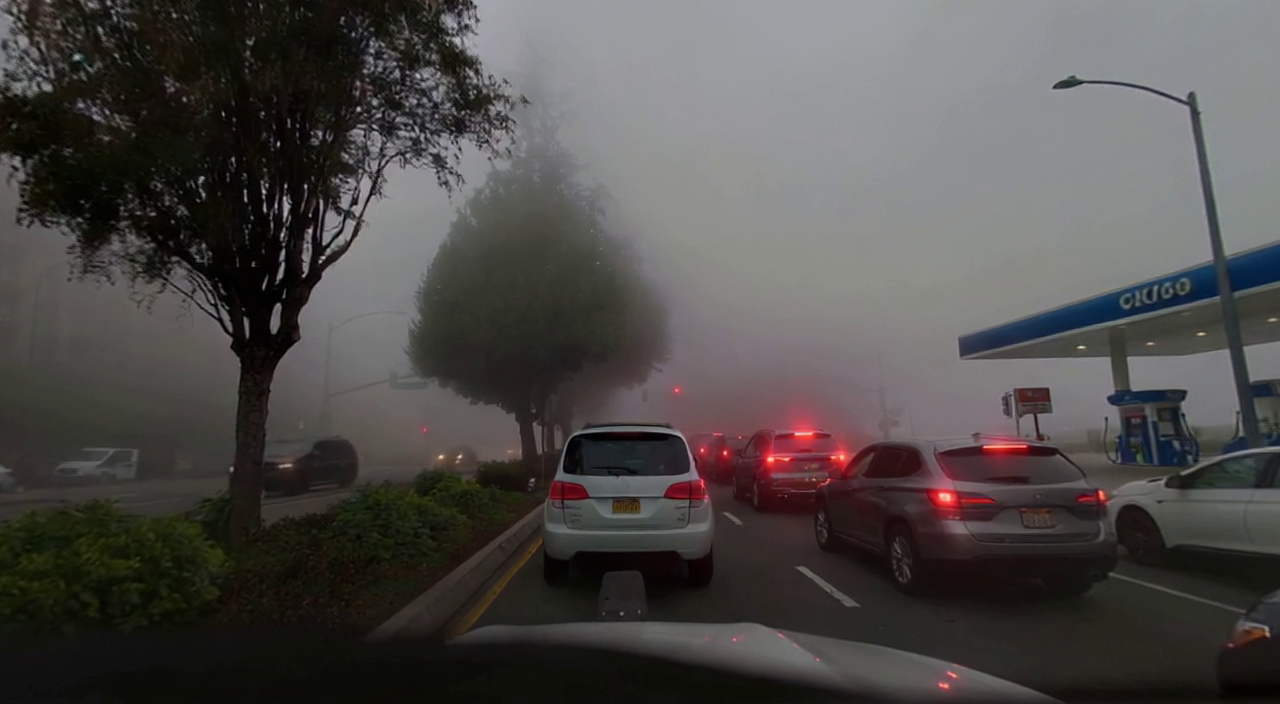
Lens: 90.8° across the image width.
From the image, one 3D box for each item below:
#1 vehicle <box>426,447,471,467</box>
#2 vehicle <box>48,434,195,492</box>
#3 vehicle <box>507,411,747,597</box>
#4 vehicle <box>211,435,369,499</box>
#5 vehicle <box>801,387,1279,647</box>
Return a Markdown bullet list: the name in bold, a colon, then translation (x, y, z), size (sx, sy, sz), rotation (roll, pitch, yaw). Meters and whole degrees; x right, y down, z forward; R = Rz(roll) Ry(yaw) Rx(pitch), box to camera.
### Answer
- **vehicle**: translation (-14.738, 8.080, 48.828), size (2.011, 1.465, 4.528), rotation (-1, -9, 1)
- **vehicle**: translation (-26.953, 5.769, 33.299), size (2.571, 2.711, 6.027), rotation (0, -9, -1)
- **vehicle**: translation (-0.156, 1.616, 7.492), size (2.106, 1.613, 3.697), rotation (0, -9, -1)
- **vehicle**: translation (-10.978, 3.637, 20.396), size (2.190, 1.778, 5.033), rotation (0, -9, 0)
- **vehicle**: translation (3.362, 1.419, 6.480), size (2.056, 1.700, 4.399), rotation (0, -9, -3)
